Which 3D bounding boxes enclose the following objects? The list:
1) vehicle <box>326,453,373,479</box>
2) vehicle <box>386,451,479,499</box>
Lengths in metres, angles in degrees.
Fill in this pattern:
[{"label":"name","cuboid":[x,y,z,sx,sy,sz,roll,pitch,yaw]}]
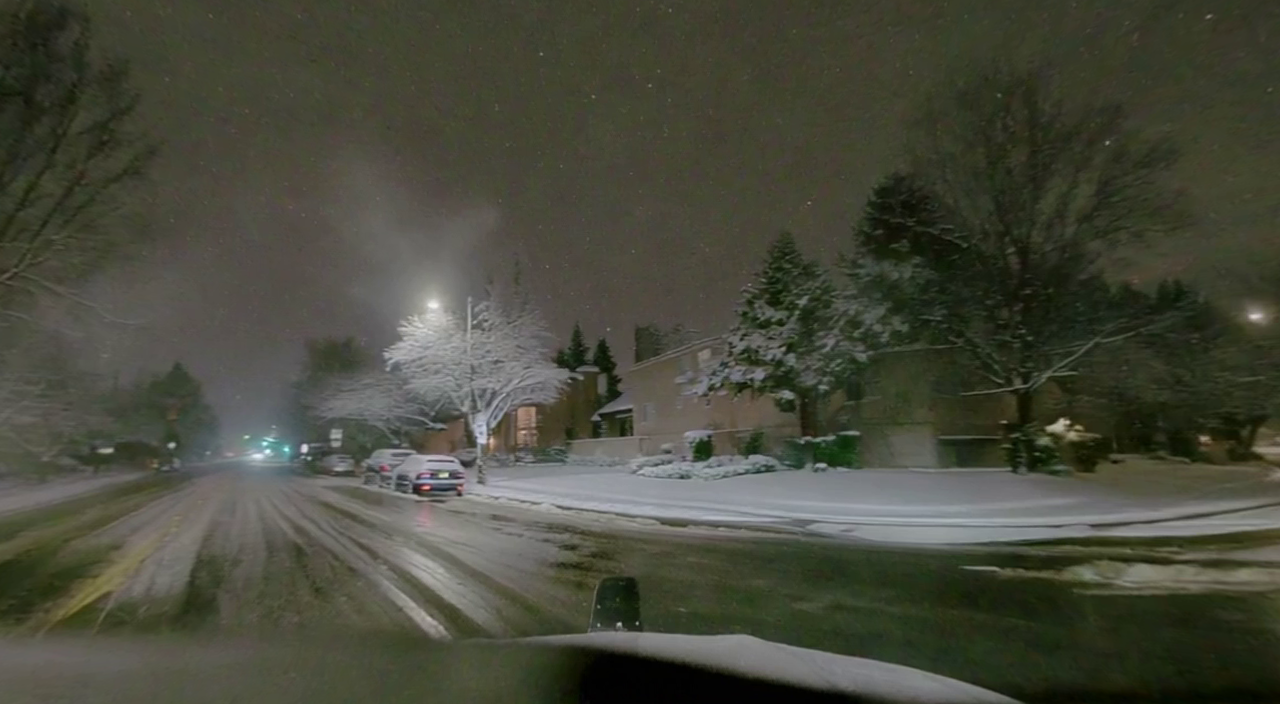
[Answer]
[{"label":"vehicle","cuboid":[-19.291,7.502,41.749,1.952,1.538,5.215,5,-10,-33]},{"label":"vehicle","cuboid":[-7.789,4.470,23.424,1.933,1.528,5.006,5,-10,-33]}]
